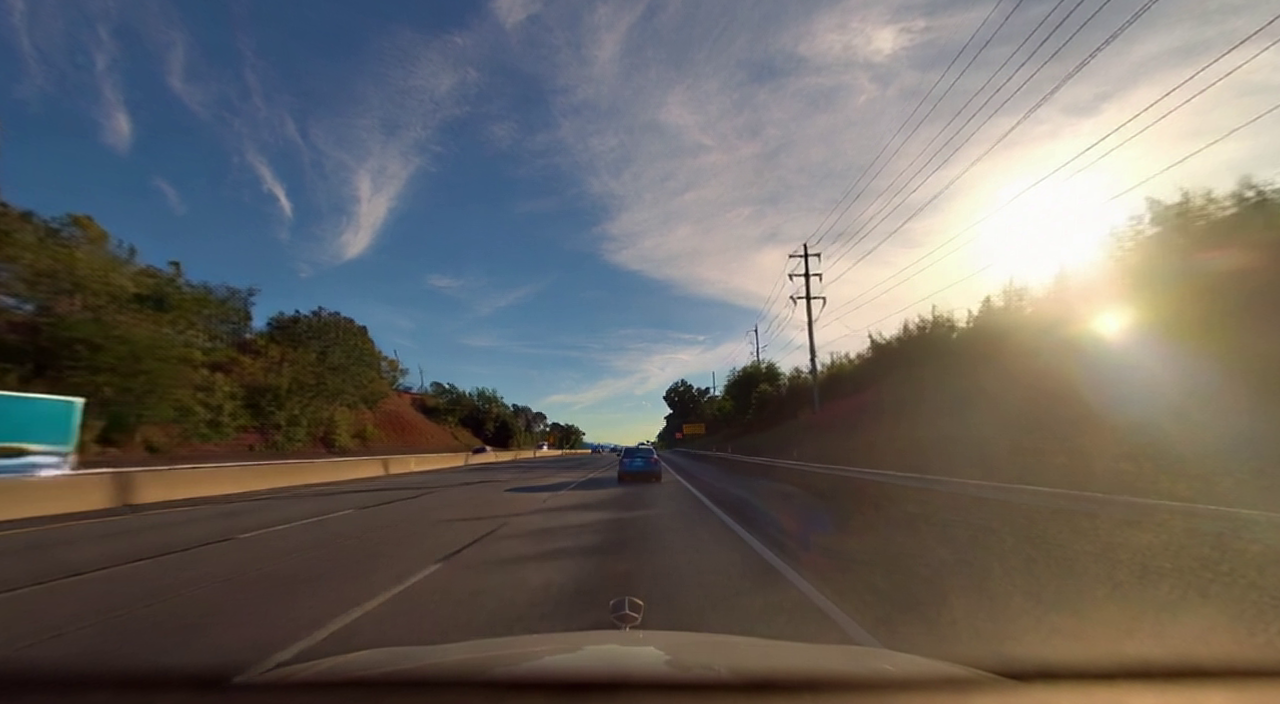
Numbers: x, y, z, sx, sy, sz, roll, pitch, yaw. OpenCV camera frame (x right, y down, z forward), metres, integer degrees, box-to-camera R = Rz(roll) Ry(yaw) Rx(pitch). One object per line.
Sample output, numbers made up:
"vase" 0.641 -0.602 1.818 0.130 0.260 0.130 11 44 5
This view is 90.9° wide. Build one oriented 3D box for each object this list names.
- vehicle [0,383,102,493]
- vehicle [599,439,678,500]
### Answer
"vehicle" -24.806 2.697 20.100 2.837 3.991 14.192 0 -9 0
"vehicle" -0.077 3.257 17.826 1.966 1.499 4.298 0 -9 -1
